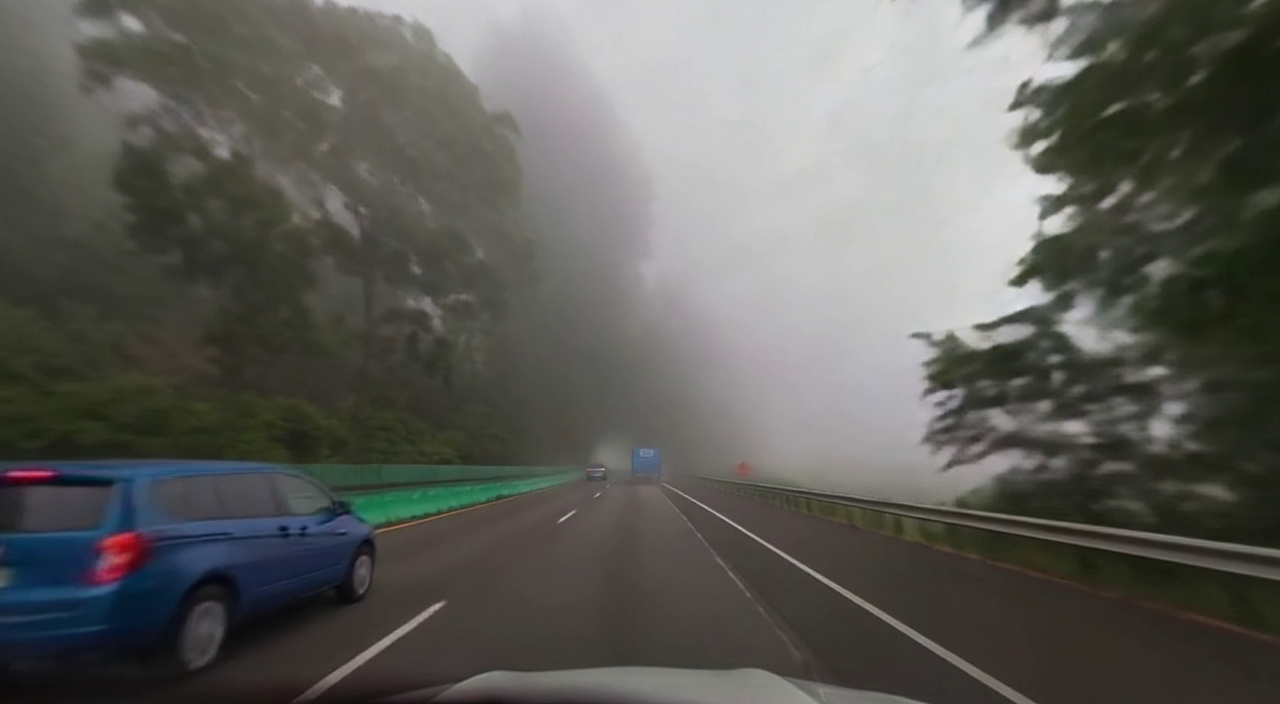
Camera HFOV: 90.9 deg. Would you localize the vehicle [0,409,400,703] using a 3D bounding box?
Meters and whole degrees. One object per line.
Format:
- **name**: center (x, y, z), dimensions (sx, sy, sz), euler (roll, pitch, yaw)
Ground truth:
- **vehicle**: center (-3.355, 1.242, 3.838), dimensions (2.038, 1.490, 4.391), euler (1, -11, 0)
